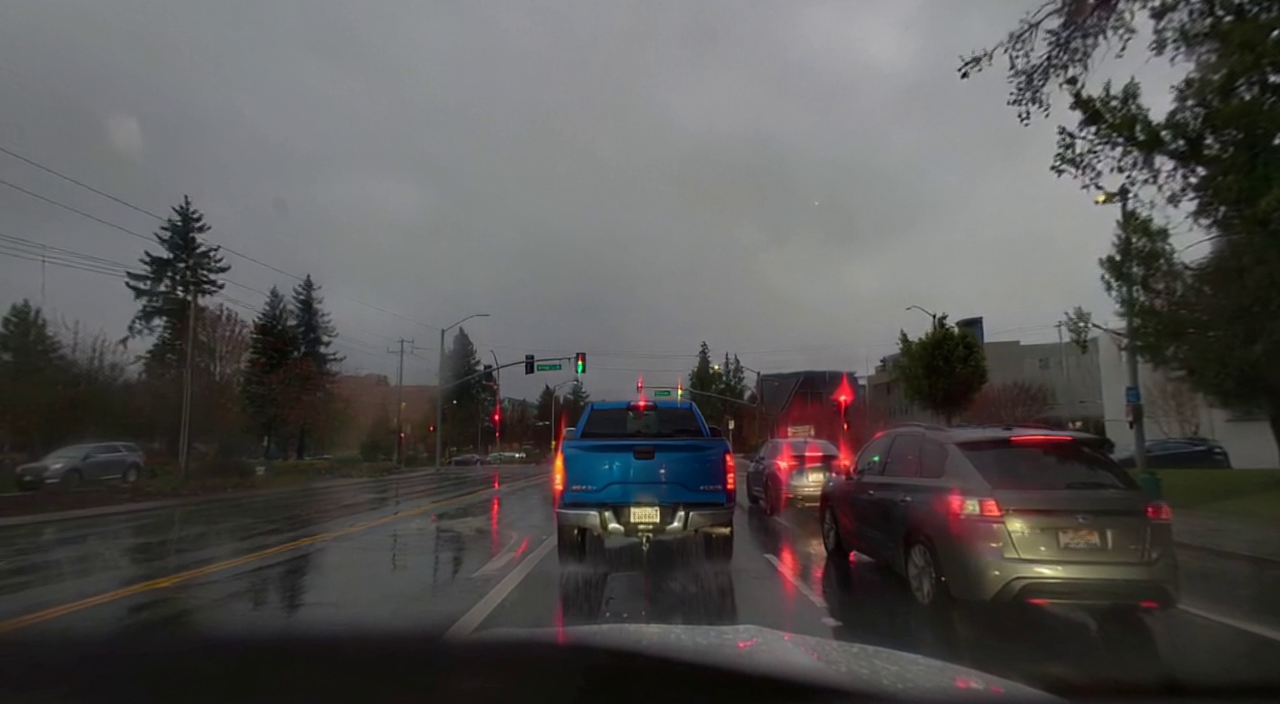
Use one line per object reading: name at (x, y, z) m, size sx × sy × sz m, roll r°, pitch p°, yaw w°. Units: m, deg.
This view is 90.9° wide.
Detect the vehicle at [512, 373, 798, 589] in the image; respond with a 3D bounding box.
vehicle at (0.148, 1.592, 8.649) m, size 2.636 × 2.011 × 5.425 m, roll 0°, pitch -8°, yaw 0°

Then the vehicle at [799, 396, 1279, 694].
vehicle at (3.325, 1.469, 6.203) m, size 2.155 × 1.667 × 5.162 m, roll 0°, pitch -8°, yaw 0°

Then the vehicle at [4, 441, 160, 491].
vehicle at (-21.747, 4.426, 24.883) m, size 2.062 × 1.764 × 4.508 m, roll 0°, pitch -8°, yaw -2°
